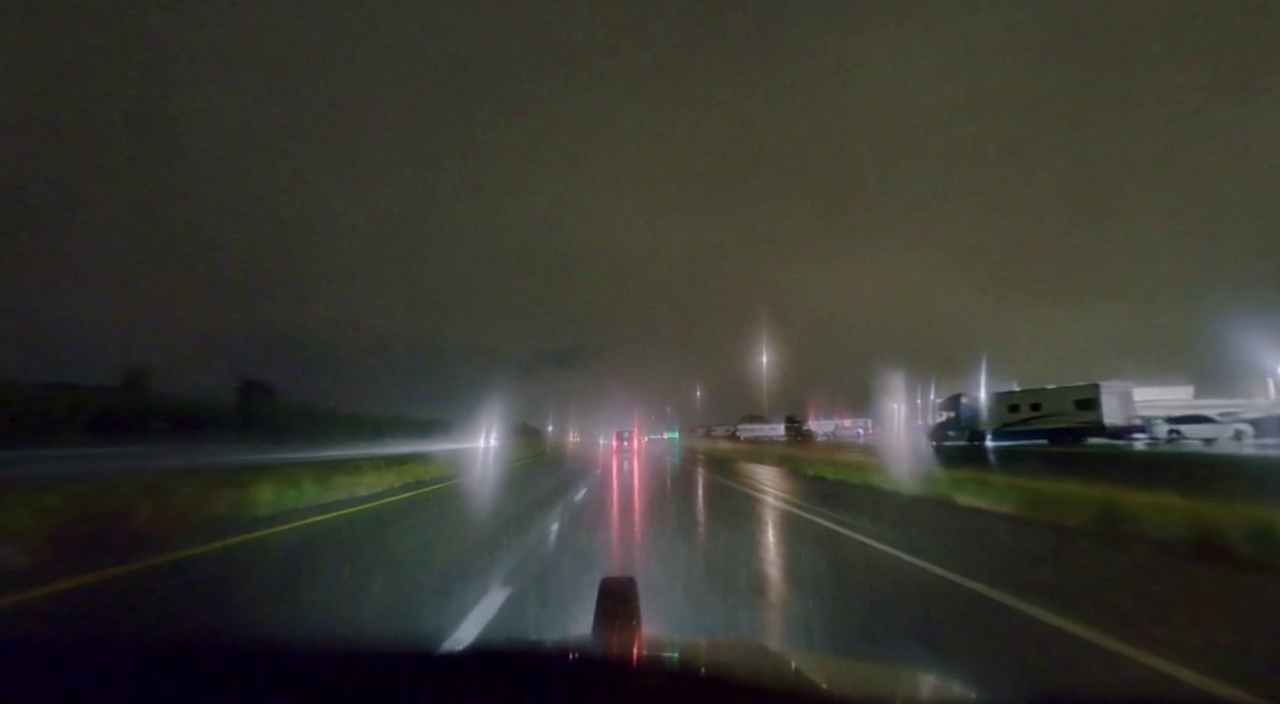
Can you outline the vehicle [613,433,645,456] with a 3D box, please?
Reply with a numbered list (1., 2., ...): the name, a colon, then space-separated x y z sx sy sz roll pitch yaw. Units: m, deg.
1. vehicle: -0.810 6.385 43.429 2.037 1.504 4.248 0 -8 -3
